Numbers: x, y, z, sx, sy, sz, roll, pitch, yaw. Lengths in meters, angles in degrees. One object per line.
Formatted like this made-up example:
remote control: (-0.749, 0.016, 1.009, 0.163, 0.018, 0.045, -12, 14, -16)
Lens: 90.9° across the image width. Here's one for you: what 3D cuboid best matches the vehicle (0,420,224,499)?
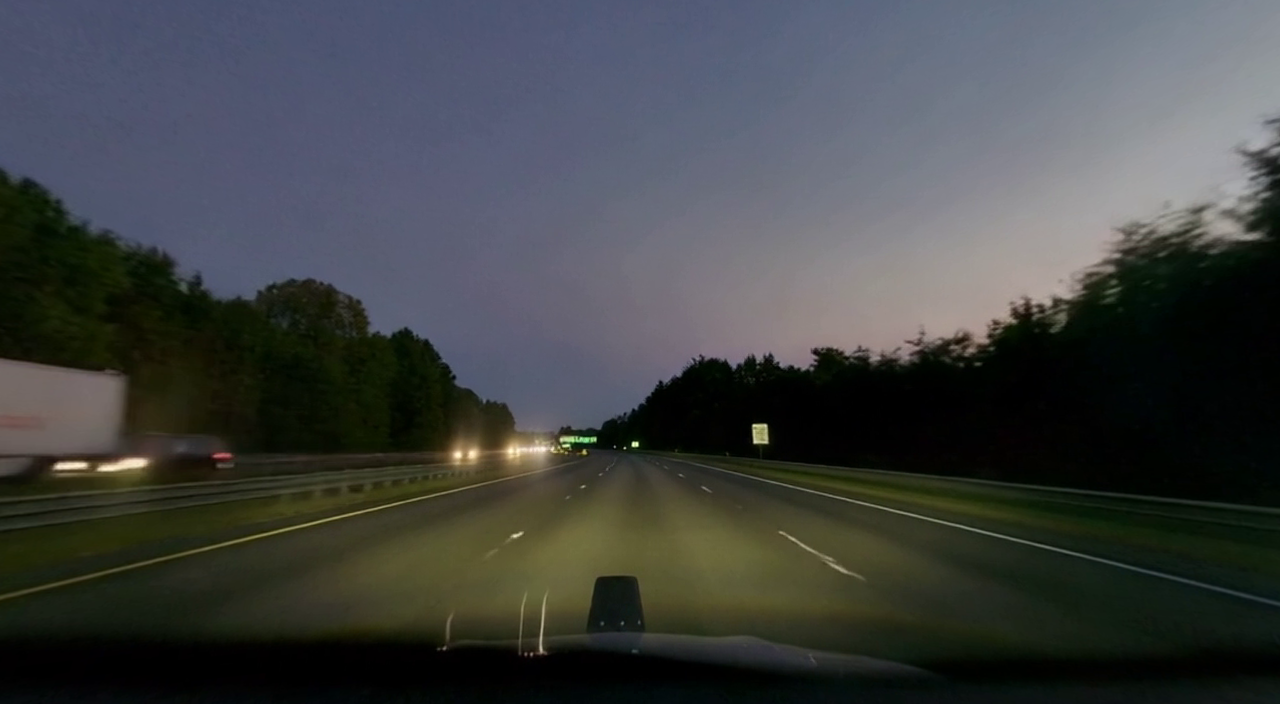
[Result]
vehicle: (-11.894, 2.407, 14.297, 2.041, 1.513, 4.136, 0, -9, 0)
